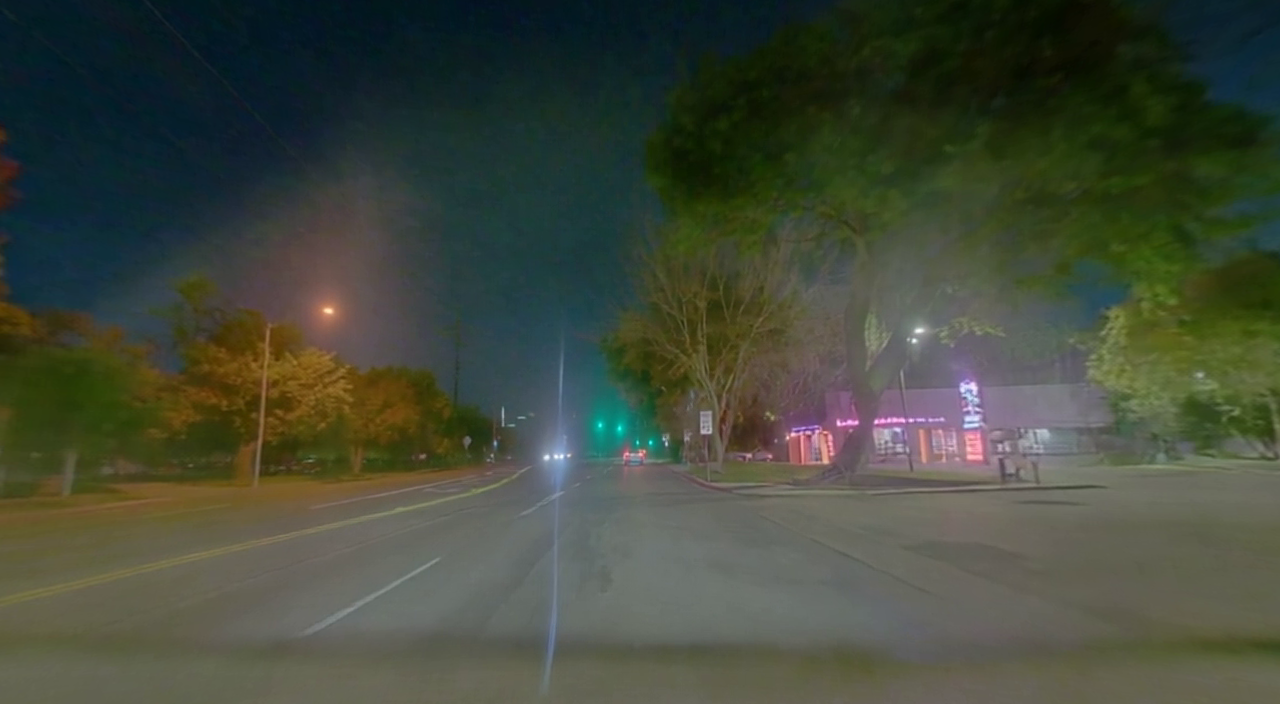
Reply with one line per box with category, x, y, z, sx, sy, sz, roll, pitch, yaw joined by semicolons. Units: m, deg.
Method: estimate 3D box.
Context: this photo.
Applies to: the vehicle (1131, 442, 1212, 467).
vehicle;33.190;6.386;39.271;4.411;1.457;2.013;4;-10;-24
